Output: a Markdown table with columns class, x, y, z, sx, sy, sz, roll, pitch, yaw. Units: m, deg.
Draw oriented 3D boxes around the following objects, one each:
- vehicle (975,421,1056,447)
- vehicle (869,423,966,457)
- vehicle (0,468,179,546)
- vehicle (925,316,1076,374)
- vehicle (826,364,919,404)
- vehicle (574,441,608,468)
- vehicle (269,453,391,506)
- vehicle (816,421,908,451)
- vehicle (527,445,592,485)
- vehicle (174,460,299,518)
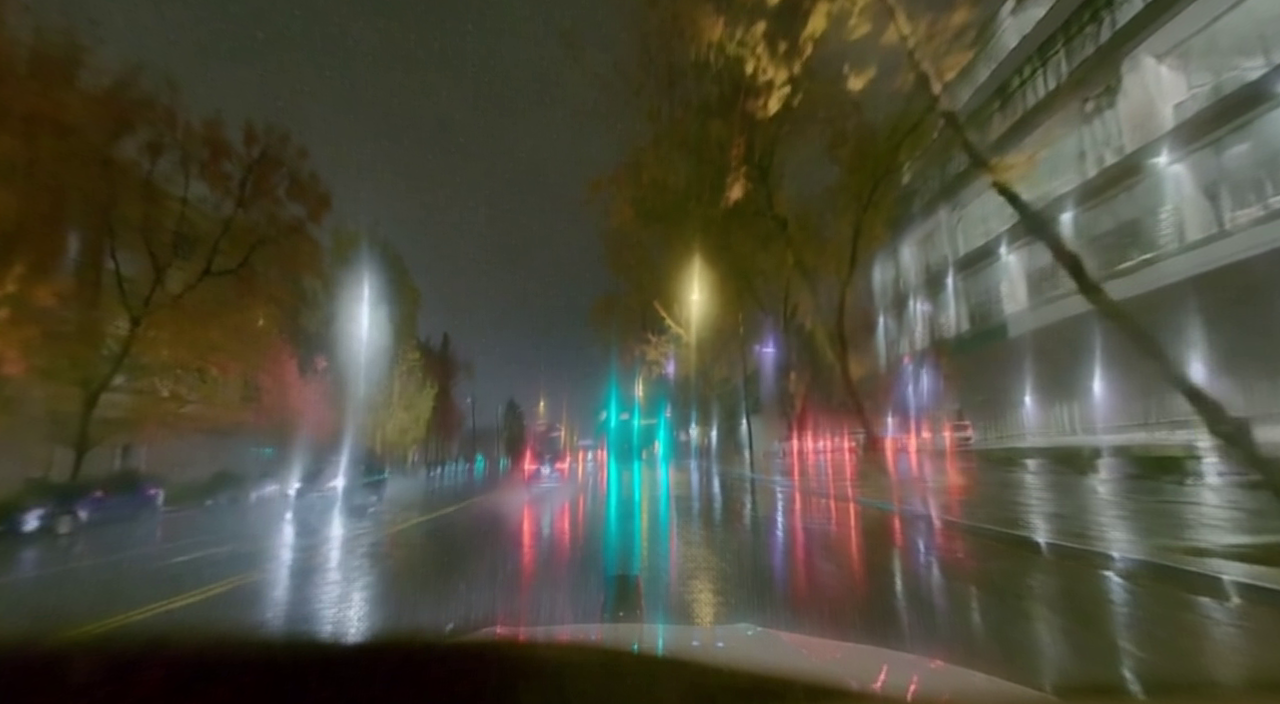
| class | x | y | z | sx | sy | sz | roll | pitch | yaw |
| --- | --- | --- | --- | --- | --- | --- | --- | --- | --- |
| vehicle | 25.558 | 5.589 | 43.057 | 4.439 | 1.688 | 2.101 | 1 | -9 | -14 |
| vehicle | 12.568 | 3.977 | 28.731 | 3.527 | 1.496 | 1.836 | 0 | -7 | -3 |
| vehicle | -16.064 | 4.374 | 18.419 | 1.897 | 1.805 | 4.538 | 0 | -8 | -2 |
| vehicle | 11.712 | -0.199 | 20.723 | 3.827 | 1.556 | 1.730 | -1 | -10 | 0 |
| vehicle | 11.584 | 1.622 | 31.681 | 3.826 | 1.601 | 1.807 | -4 | -8 | -4 |
| vehicle | -3.553 | 7.574 | 46.936 | 2.190 | 1.840 | 4.720 | 0 | -8 | 0 |
| vehicle | -10.174 | 4.175 | 21.151 | 1.884 | 1.518 | 4.380 | 0 | -8 | -1 |
| vehicle | 12.872 | 4.935 | 36.897 | 4.619 | 1.626 | 2.121 | -1 | -9 | 3 |
| vehicle | -3.088 | 4.437 | 25.118 | 2.051 | 1.454 | 4.132 | 0 | -8 | 0 |
| vehicle | -16.112 | 5.439 | 25.591 | 2.079 | 1.847 | 4.592 | -4 | -9 | 0 |
